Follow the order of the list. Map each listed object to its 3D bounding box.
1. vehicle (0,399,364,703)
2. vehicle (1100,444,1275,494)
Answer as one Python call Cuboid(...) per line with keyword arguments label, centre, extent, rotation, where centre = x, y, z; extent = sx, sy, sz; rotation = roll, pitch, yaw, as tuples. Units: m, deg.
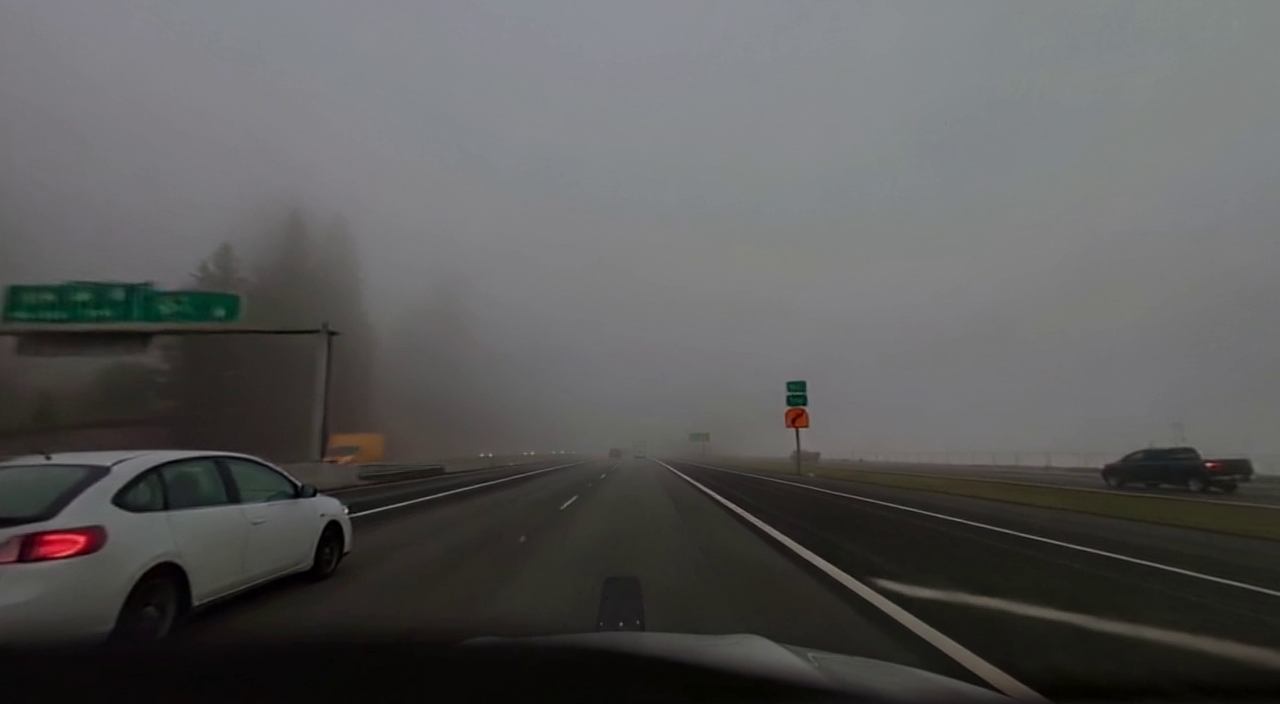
Cuboid(label="vehicle", centre=(-3.977, 1.288, 4.621), extent=(1.988, 1.585, 4.215), rotation=(0, -9, 0))
Cuboid(label="vehicle", centre=(21.641, 4.595, 25.183), extent=(1.973, 1.766, 4.726), rotation=(4, -10, -27))
